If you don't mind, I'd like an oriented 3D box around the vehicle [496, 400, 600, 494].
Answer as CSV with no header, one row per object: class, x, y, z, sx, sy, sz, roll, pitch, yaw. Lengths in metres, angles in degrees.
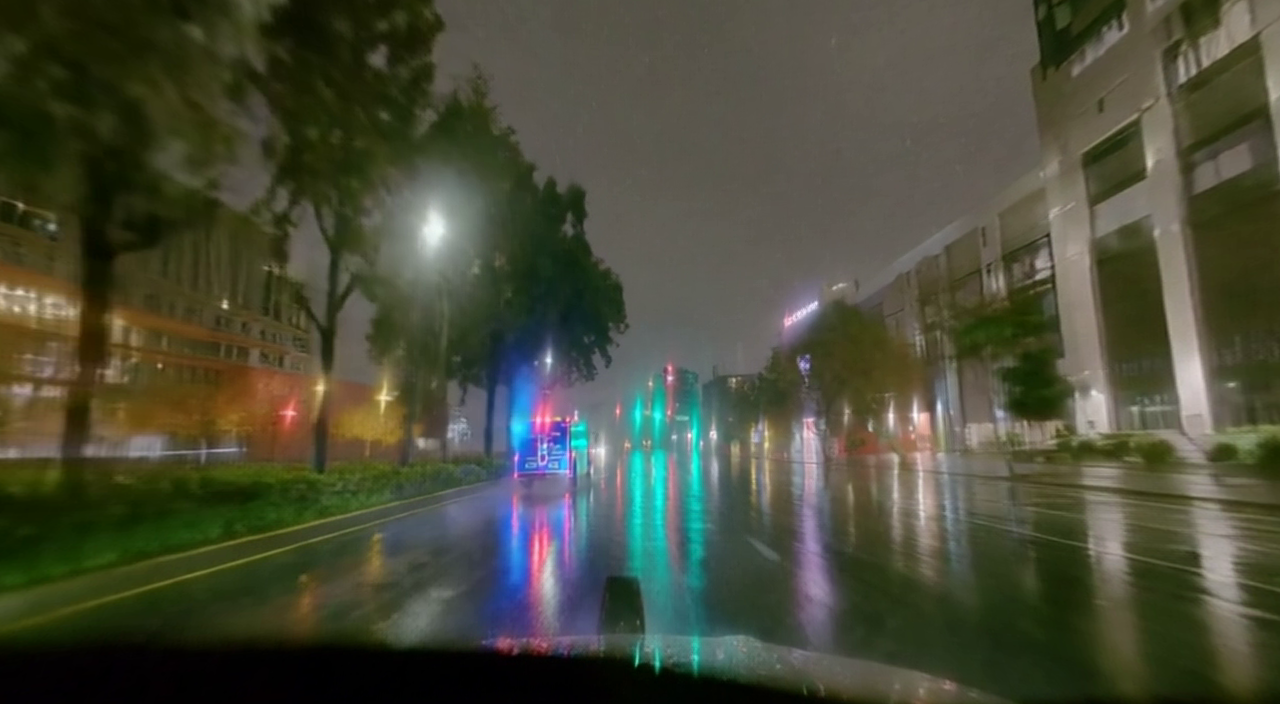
vehicle,-2.972,3.299,22.075,2.633,2.787,5.796,-1,-8,1
